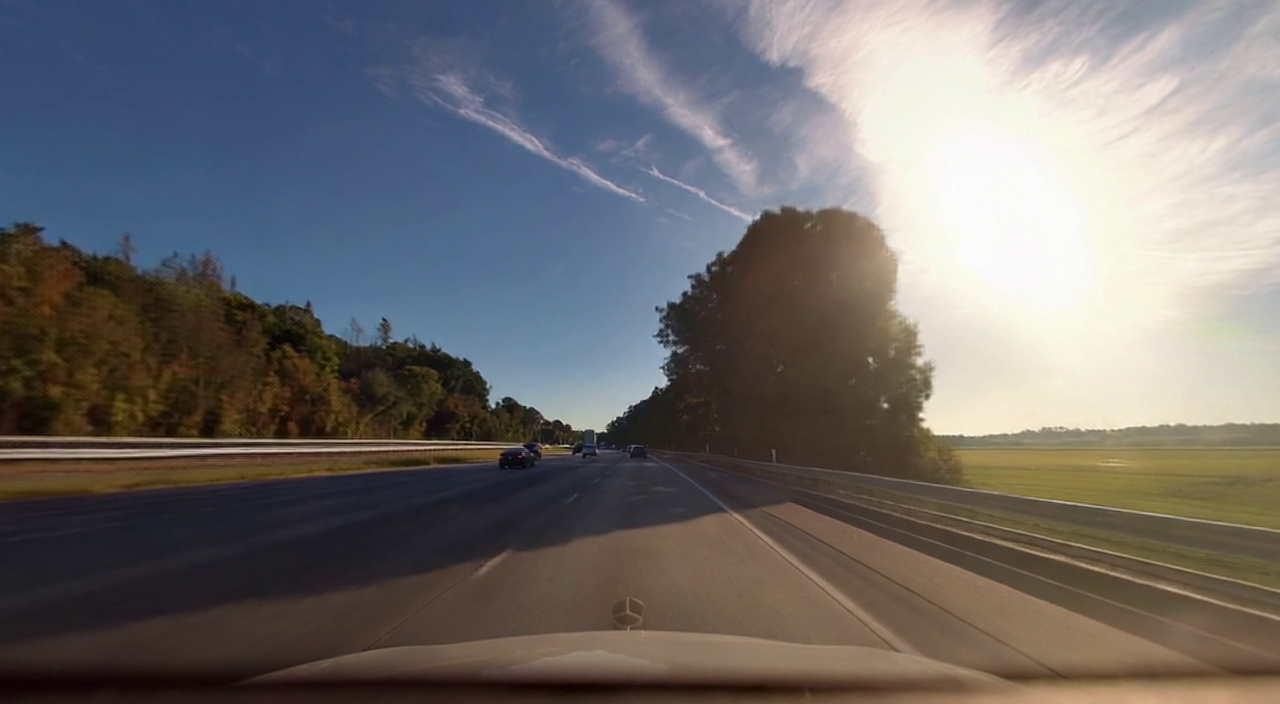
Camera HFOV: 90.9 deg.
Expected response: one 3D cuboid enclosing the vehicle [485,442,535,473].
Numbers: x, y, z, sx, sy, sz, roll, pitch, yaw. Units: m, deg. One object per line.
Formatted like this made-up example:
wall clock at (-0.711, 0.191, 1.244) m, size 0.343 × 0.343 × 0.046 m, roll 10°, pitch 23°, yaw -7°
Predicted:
vehicle at (-7.334, 5.965, 35.888) m, size 1.972 × 1.603 × 3.891 m, roll 0°, pitch -8°, yaw 1°
